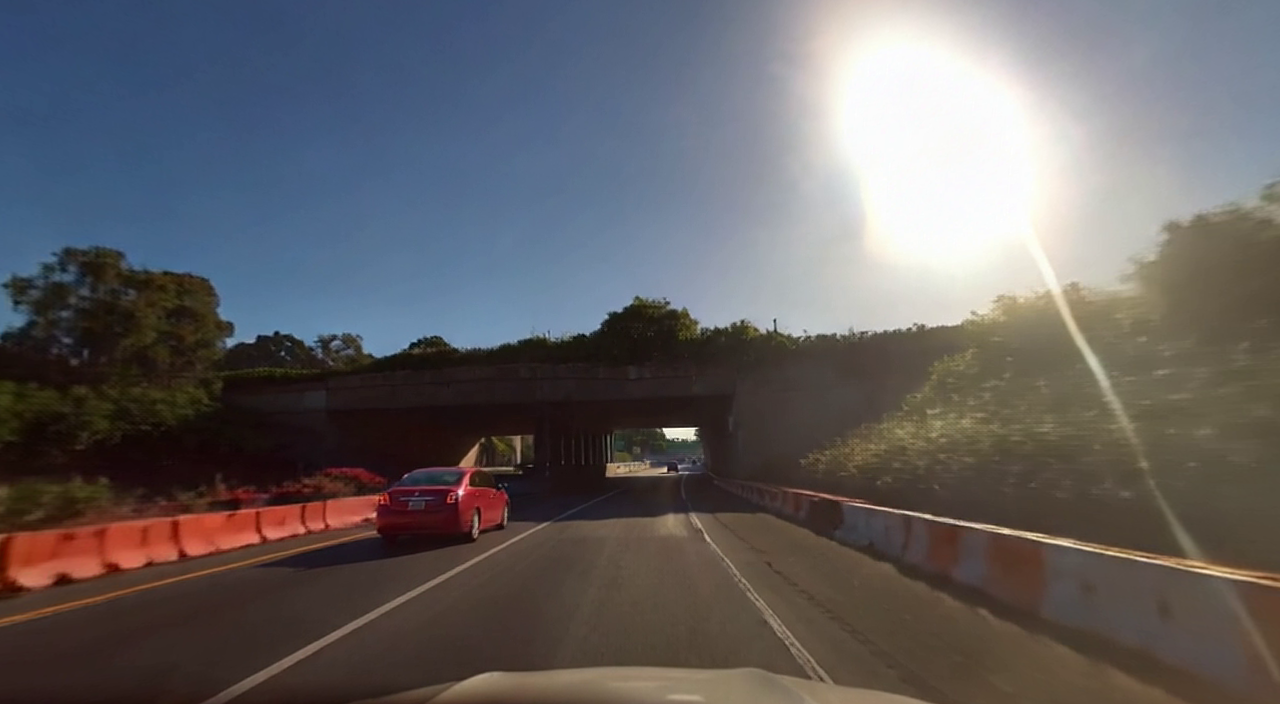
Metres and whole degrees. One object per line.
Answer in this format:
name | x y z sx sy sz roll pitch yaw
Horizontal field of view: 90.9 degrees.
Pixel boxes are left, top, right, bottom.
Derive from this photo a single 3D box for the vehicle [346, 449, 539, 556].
vehicle | -3.126 2.495 10.902 1.992 1.466 3.690 0 -10 2
